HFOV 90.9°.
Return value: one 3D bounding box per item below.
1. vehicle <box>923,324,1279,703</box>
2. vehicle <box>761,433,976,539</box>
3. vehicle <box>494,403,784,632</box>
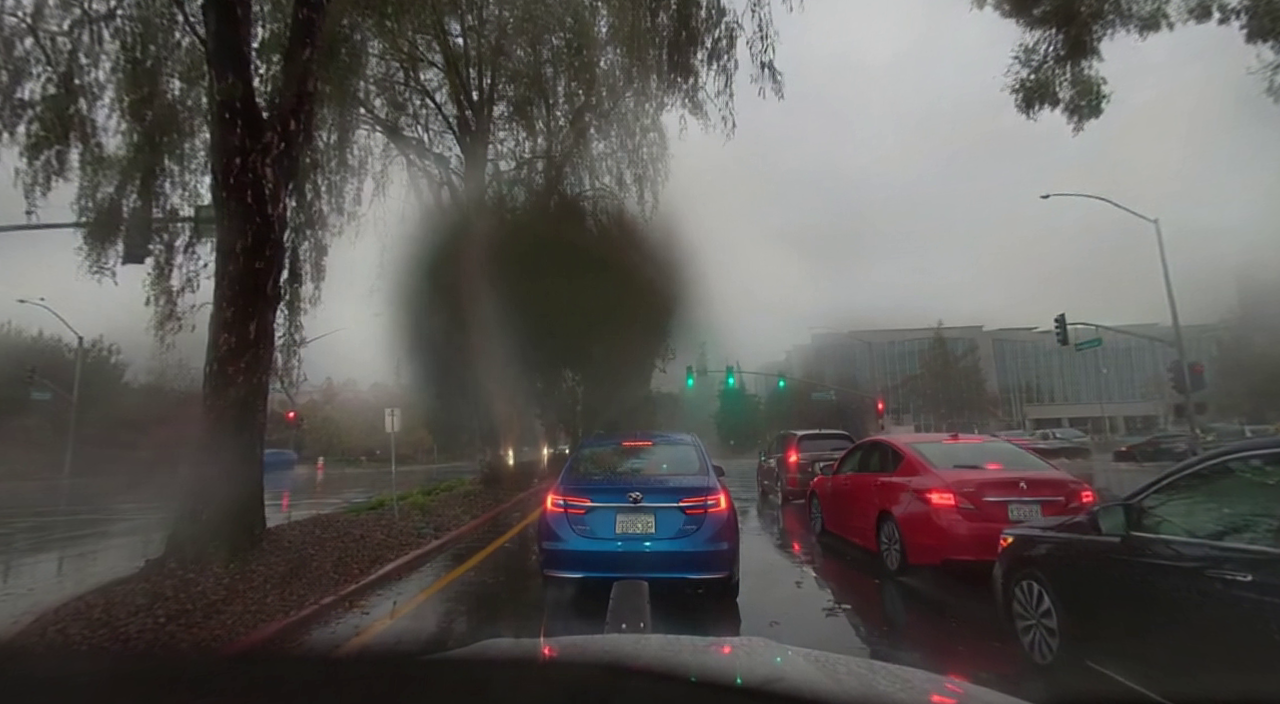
[{"bbox_3d":[3.720,0.930,3.426,2.162,1.829,4.519,0,-9,-1],"label":"vehicle"},{"bbox_3d":[3.687,2.254,11.295,2.054,1.482,4.654,0,-9,-1],"label":"vehicle"},{"bbox_3d":[-0.023,1.477,6.511,2.074,1.631,3.793,0,-9,0],"label":"vehicle"}]
